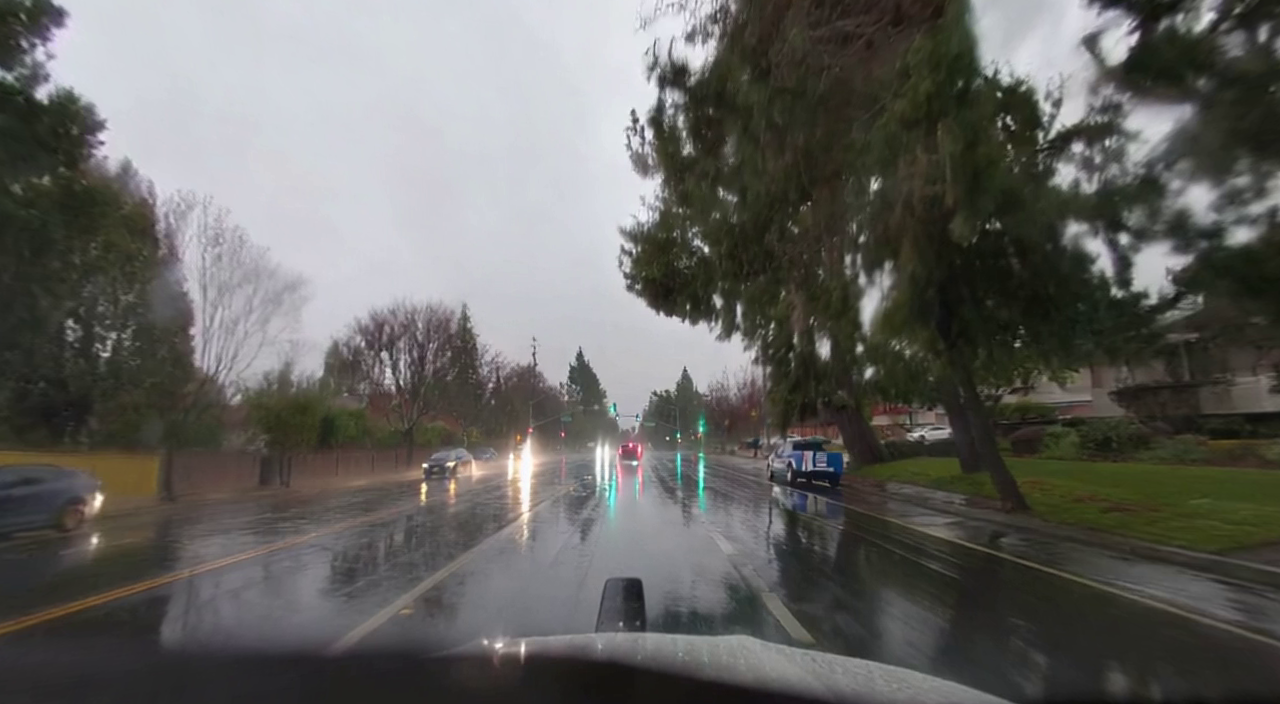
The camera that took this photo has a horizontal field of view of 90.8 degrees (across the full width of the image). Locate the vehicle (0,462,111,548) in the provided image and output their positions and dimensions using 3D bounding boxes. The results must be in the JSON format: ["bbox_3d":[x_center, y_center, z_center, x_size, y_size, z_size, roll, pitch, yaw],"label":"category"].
[{"bbox_3d":[-12.652,2.858,11.488,1.926,1.543,4.959,-4,-10,-2],"label":"vehicle"}]

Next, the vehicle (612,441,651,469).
[{"bbox_3d":[-0.498,5.830,35.801,2.104,1.462,3.991,0,-9,-1],"label":"vehicle"}]

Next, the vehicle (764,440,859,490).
[{"bbox_3d":[5.716,3.819,21.656,1.926,1.555,4.106,1,-9,-3],"label":"vehicle"}]

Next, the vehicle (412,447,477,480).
[{"bbox_3d":[-9.911,5.683,32.377,1.992,1.547,4.292,0,-9,0],"label":"vehicle"}]
